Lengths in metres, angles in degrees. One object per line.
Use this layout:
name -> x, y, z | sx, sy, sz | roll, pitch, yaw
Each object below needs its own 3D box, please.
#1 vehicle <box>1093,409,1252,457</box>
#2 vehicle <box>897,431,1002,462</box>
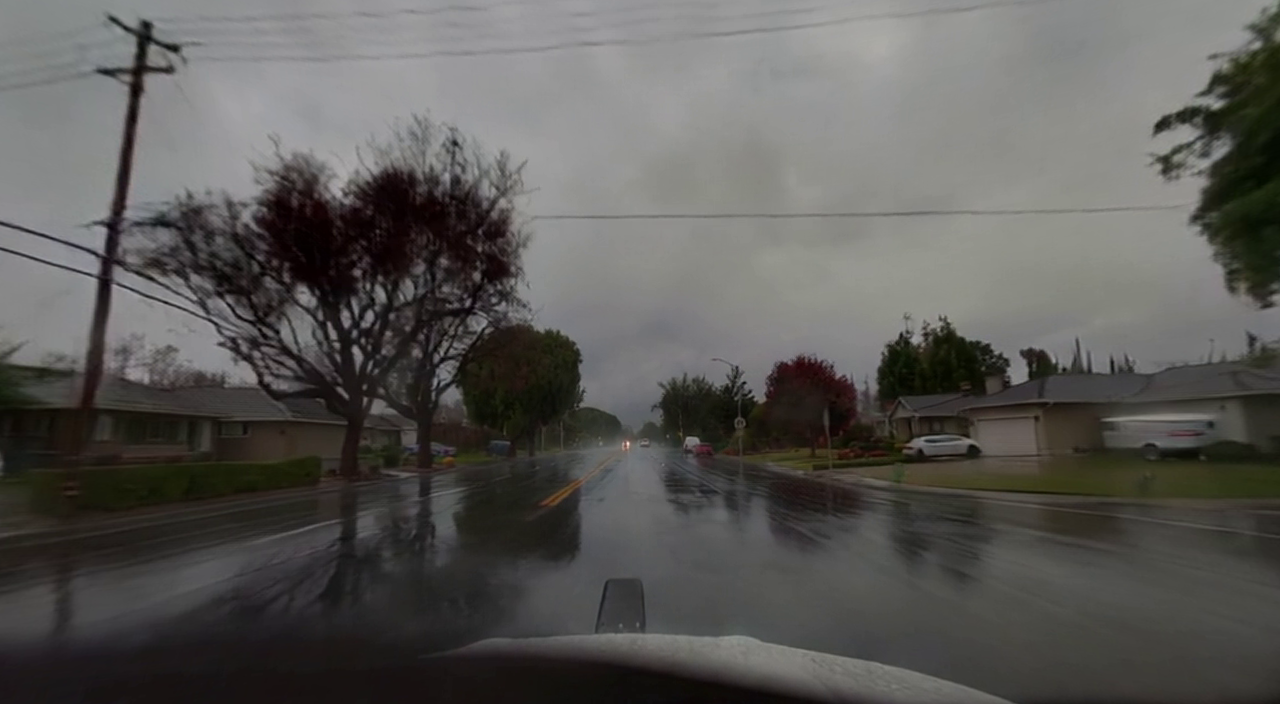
vehicle -> 22.145, 3.416, 26.428 | 4.798, 1.800, 2.103 | -8, -11, 43
vehicle -> 16.486, 5.065, 33.803 | 4.443, 1.497, 2.168 | -1, -8, 1
